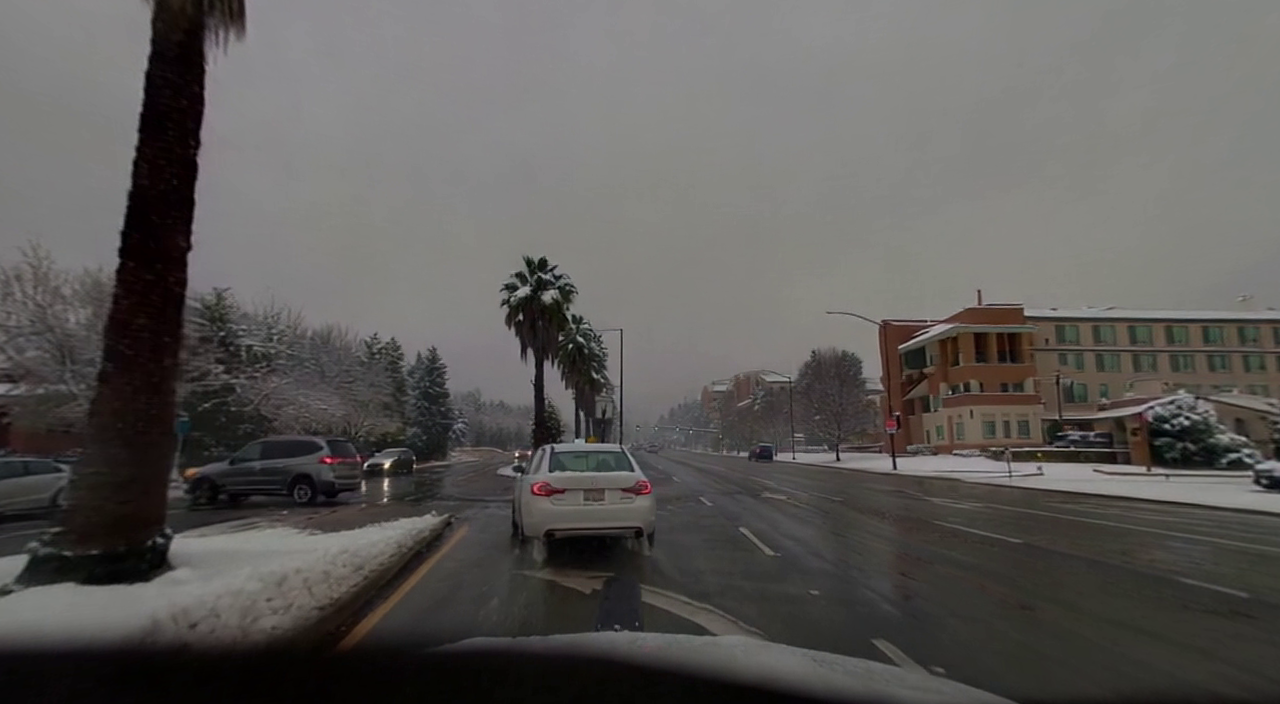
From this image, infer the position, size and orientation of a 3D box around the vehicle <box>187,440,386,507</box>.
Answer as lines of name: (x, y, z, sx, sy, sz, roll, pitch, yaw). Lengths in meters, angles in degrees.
vehicle: (-9.327, 3.154, 16.767, 4.457, 1.552, 2.095, -3, -9, 19)

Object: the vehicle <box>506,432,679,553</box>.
vehicle: (-1.015, 2.090, 10.217, 1.986, 1.473, 4.382, 2, -9, -15)
